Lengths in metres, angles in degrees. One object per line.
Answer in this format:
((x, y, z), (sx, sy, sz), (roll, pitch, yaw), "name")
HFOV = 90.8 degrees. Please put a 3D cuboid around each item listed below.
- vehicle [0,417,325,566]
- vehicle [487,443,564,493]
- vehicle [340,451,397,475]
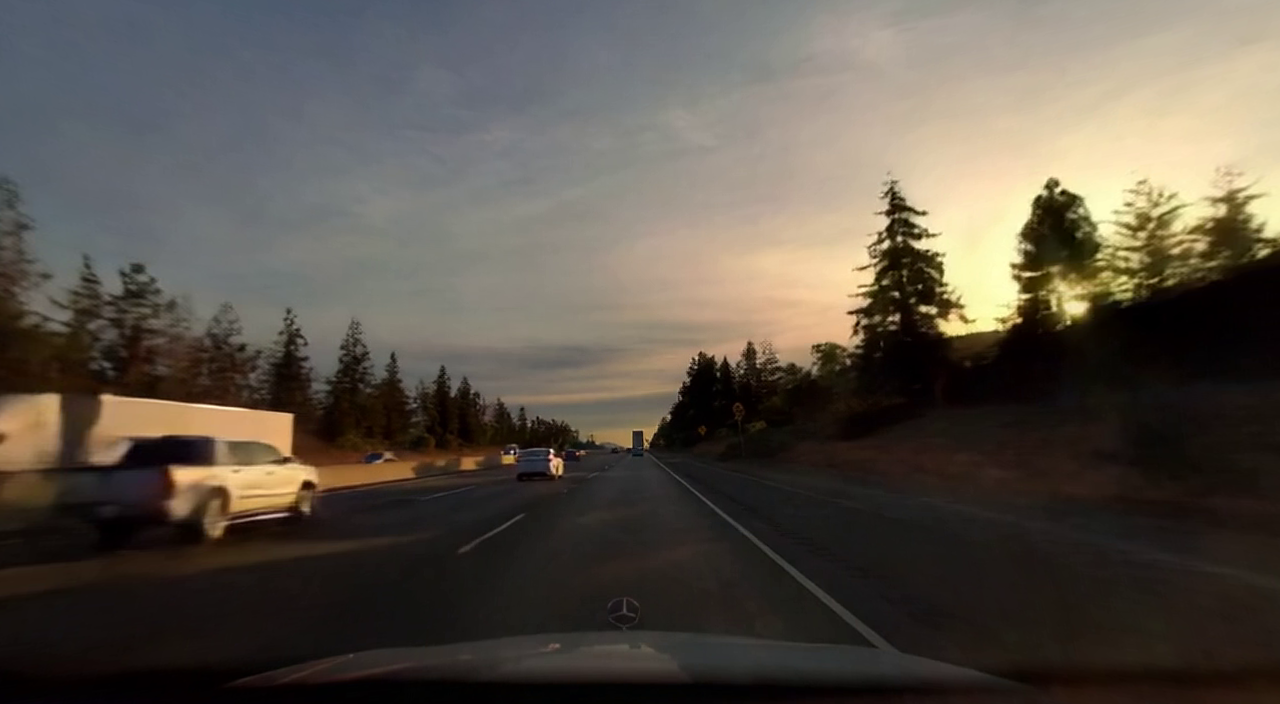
((-7.294, 2.011, 9.868), (2.173, 1.722, 4.869), (0, -9, 0), "vehicle")
((-3.794, 3.895, 21.509), (1.893, 1.521, 3.742), (0, -9, 0), "vehicle")
((-17.983, 7.359, 41.984), (1.825, 1.459, 4.238), (-1, -9, 1), "vehicle")
